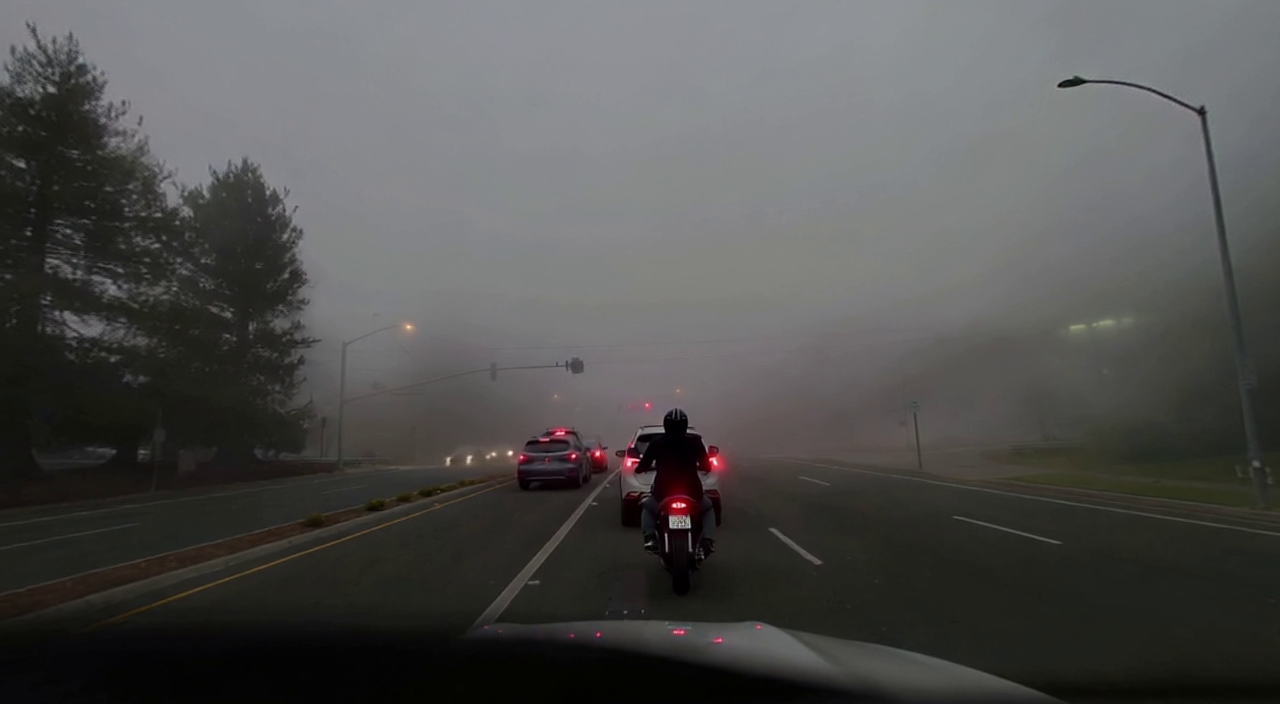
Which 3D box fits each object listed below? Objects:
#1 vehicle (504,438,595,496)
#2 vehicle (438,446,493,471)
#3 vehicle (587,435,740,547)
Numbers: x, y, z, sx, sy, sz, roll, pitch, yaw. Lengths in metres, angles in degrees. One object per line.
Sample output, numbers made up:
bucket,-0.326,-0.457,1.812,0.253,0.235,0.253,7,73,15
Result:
vehicle,-2.533,3.313,18.609,1.979,1.499,3.840,-1,-8,2
vehicle,-11.047,6.762,40.268,1.936,1.425,4.630,-1,-8,4
vehicle,0.331,2.171,10.664,2.009,1.450,4.608,-1,-8,1
